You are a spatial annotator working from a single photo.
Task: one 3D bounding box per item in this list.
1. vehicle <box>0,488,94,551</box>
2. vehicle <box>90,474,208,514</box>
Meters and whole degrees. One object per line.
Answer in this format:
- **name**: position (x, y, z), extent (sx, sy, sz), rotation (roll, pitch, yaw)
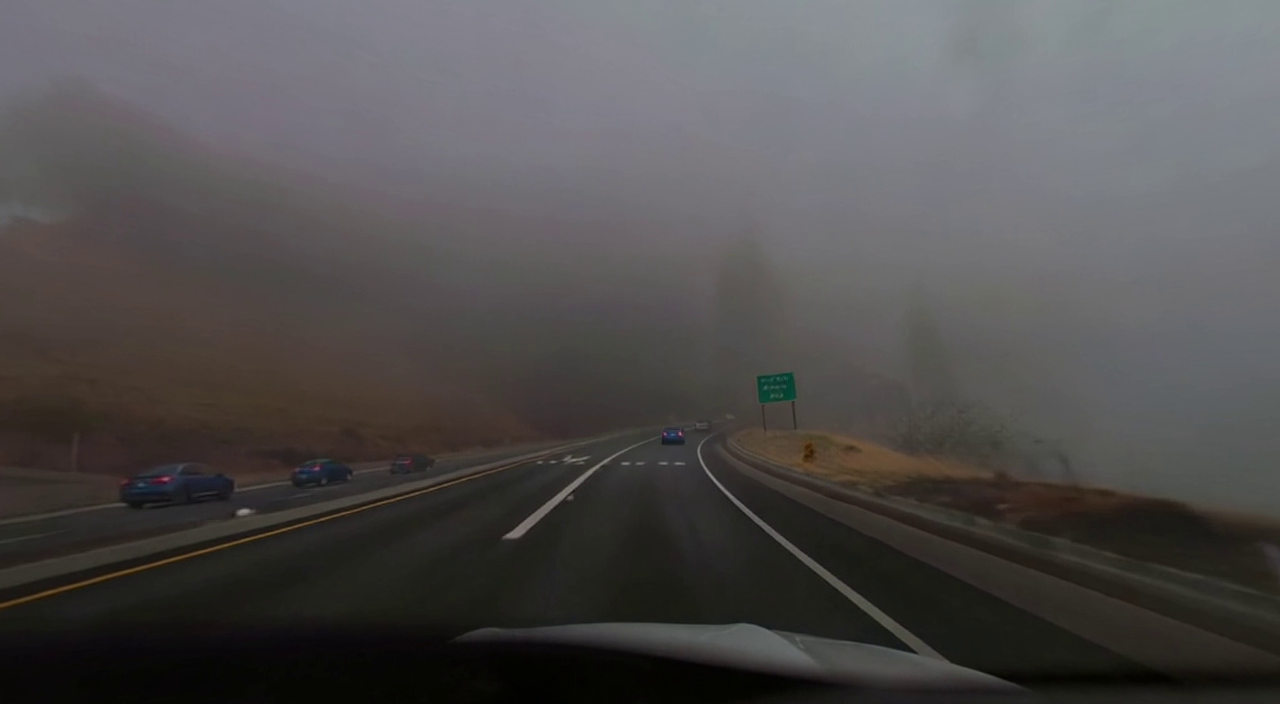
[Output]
- **vehicle**: position (-20.892, 5.492, 20.739), extent (1.956, 1.716, 4.330), rotation (0, -8, 0)
- **vehicle**: position (-27.220, 7.869, 35.381), extent (2.281, 1.759, 5.531), rotation (0, -8, -2)
